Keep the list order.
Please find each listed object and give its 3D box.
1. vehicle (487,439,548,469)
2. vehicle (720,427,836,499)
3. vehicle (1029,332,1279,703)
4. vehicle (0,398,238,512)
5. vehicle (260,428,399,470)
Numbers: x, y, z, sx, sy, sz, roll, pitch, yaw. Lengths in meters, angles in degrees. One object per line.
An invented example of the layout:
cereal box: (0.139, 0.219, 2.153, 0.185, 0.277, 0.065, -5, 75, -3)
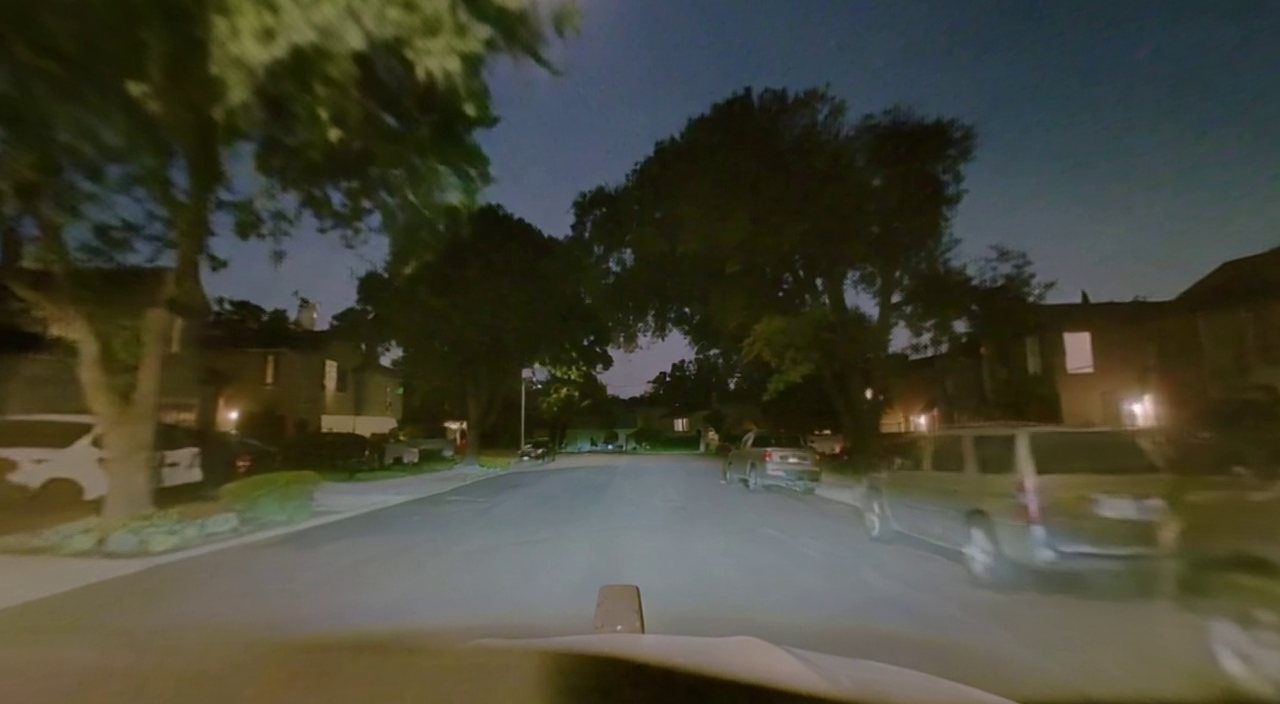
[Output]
vehicle: (-6.720, 5.498, 34.308, 2.236, 1.459, 4.832, 3, -9, -23)
vehicle: (3.912, 3.240, 19.045, 2.235, 1.829, 5.194, 0, -8, -1)
vehicle: (3.862, 0.688, 1.766, 2.046, 1.835, 5.411, 0, -8, -1)
vehicle: (-10.138, 1.818, 11.343, 4.448, 1.850, 1.957, 0, -8, 1)
vehicle: (-11.744, 3.695, 24.131, 4.221, 1.508, 2.032, 0, -9, 0)
